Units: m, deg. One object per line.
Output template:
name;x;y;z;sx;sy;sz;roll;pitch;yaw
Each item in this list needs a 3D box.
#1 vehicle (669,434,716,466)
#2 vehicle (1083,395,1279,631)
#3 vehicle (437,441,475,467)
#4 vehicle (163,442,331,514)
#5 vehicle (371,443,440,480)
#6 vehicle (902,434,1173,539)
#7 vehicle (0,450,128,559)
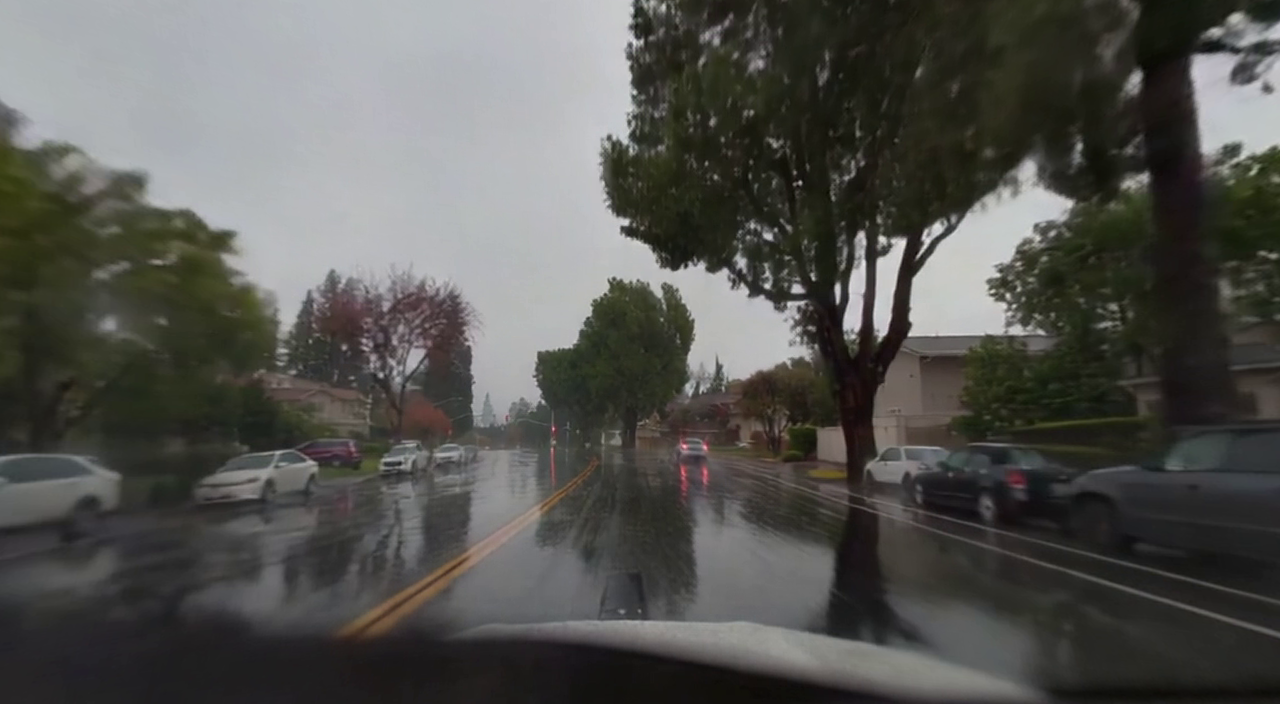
vehicle;2.869;5.499;35.583;1.951;1.620;4.582;1;-8;-4
vehicle;7.301;1.590;6.262;2.081;2.286;4.941;0;-8;-1
vehicle;-13.487;7.475;46.562;2.146;1.806;4.733;1;-8;-9
vehicle;-11.472;3.652;18.968;2.049;1.848;4.693;0;-8;-1
vehicle;-12.189;5.707;33.204;2.032;1.773;4.471;0;-8;-2
vehicle;7.385;2.511;12.638;1.900;1.634;5.232;0;-8;-2
vehicle;-11.574;2.601;10.873;1.921;1.770;4.265;0;-8;-1
